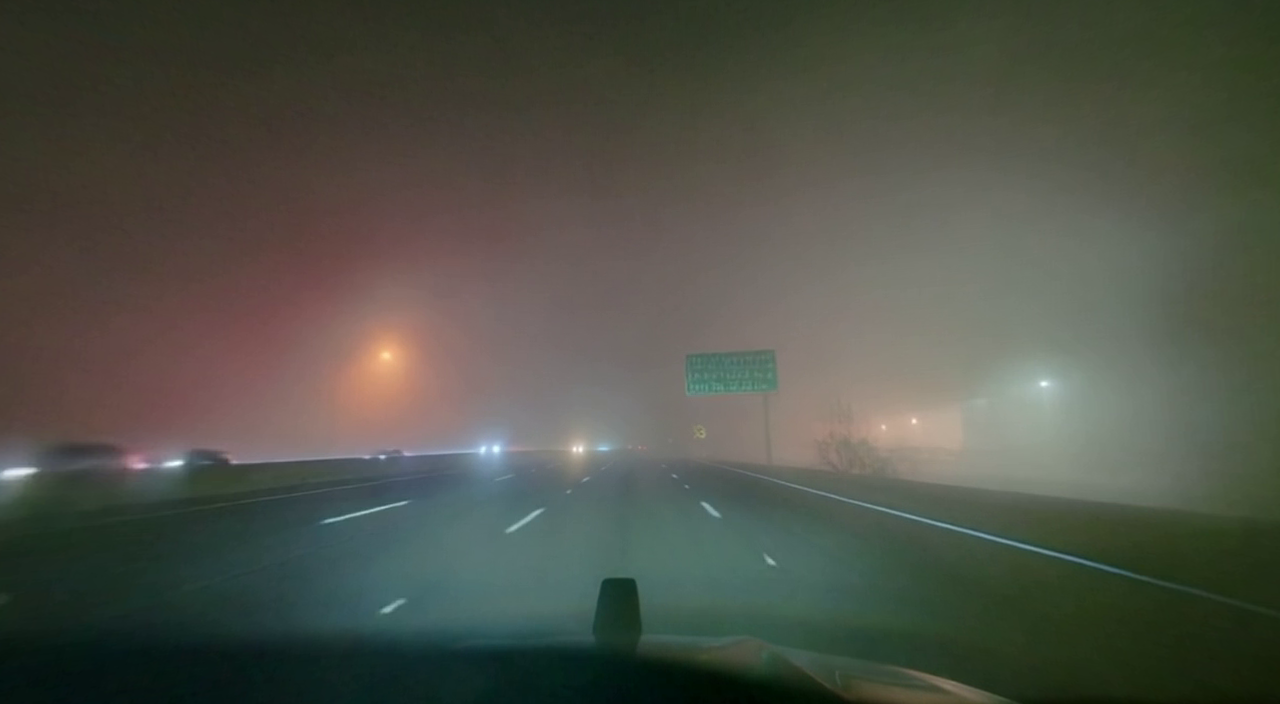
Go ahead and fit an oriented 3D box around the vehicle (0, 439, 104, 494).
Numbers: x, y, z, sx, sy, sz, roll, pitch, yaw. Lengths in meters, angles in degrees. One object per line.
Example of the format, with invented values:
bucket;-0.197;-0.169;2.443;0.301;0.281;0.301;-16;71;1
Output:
vehicle;-21.687;3.897;21.712;2.046;1.730;4.975;0;-9;0

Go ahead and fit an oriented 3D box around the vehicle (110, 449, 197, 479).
vehicle;-25.009;5.743;32.618;1.673;1.470;3.484;0;-8;0
